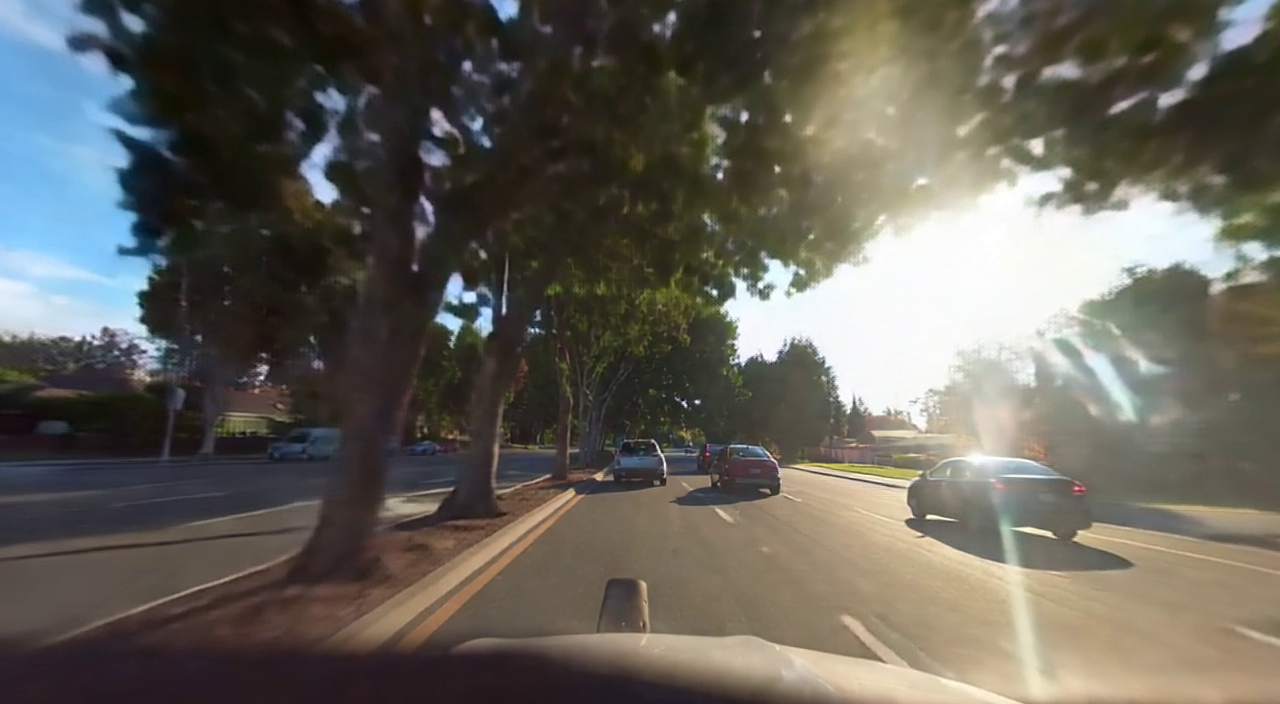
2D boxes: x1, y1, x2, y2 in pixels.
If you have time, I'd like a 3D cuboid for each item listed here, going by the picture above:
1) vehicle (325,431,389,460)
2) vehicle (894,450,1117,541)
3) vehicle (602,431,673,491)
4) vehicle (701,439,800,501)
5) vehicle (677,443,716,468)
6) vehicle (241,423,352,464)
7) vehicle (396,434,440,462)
[{"bbox_3d":[-18.533,6.157,41.403,1.915,1.824,4.760,0,-8,1],"label":"vehicle"},{"bbox_3d":[7.067,2.768,12.806,1.944,1.458,4.268,0,-8,-1],"label":"vehicle"},{"bbox_3d":[-0.068,3.397,19.874,2.008,1.674,4.239,0,-8,0],"label":"vehicle"},{"bbox_3d":[2.957,3.240,17.702,1.932,1.510,4.168,0,-8,-1],"label":"vehicle"},{"bbox_3d":[3.582,6.586,40.231,2.012,1.462,4.163,0,-8,-1],"label":"vehicle"},{"bbox_3d":[-18.709,5.068,34.697,2.226,2.019,6.809,0,-8,1],"label":"vehicle"},{"bbox_3d":[-14.140,6.078,39.768,2.161,1.642,4.587,4,-9,-24],"label":"vehicle"}]
